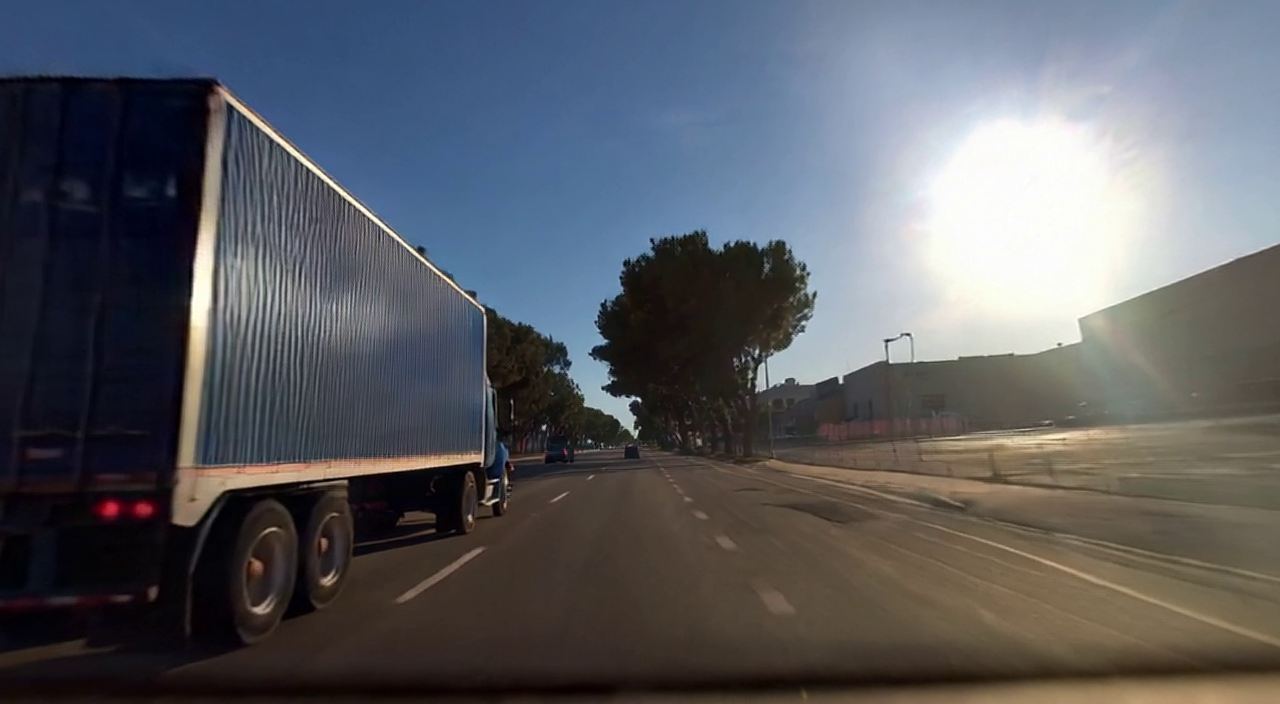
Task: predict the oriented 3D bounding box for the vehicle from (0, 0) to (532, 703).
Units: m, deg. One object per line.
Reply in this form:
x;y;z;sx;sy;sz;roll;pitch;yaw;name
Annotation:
-3.453;0.556;6.754;2.910;3.419;8.376;0;-8;1;vehicle
